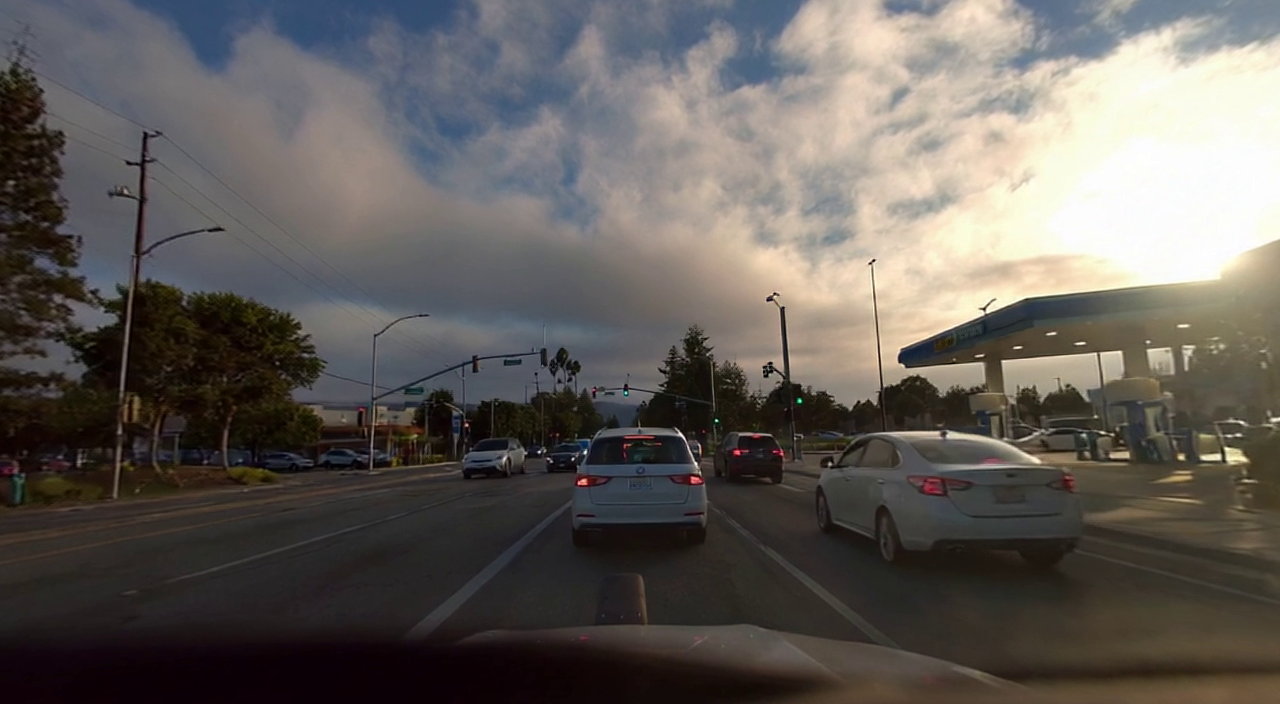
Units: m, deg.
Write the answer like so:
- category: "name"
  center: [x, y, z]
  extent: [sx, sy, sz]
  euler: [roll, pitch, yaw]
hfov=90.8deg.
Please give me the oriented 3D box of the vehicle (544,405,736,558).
- category: "vehicle"
  center: [-0.061, 1.746, 9.158]
  extent: [2.164, 1.718, 3.881]
  euler: [0, -8, -2]

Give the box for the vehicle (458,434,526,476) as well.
- category: "vehicle"
  center: [-6.421, 4.534, 27.969]
  extent: [1.994, 1.695, 4.471]
  euler: [0, -8, -1]

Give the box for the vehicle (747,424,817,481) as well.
- category: "vehicle"
  center: [4.980, 3.584, 22.770]
  extent: [2.116, 1.791, 5.006]
  euler: [-1, -8, 9]

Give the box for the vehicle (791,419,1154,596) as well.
- category: "vehicle"
  center: [3.347, 1.632, 7.575]
  extent: [1.904, 1.472, 4.358]
  euler: [0, -8, -1]

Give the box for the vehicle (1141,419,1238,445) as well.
- category: "vehicle"
  center: [39.747, 5.846, 45.812]
  extent: [4.834, 1.808, 2.006]
  euler: [-2, -8, 10]
